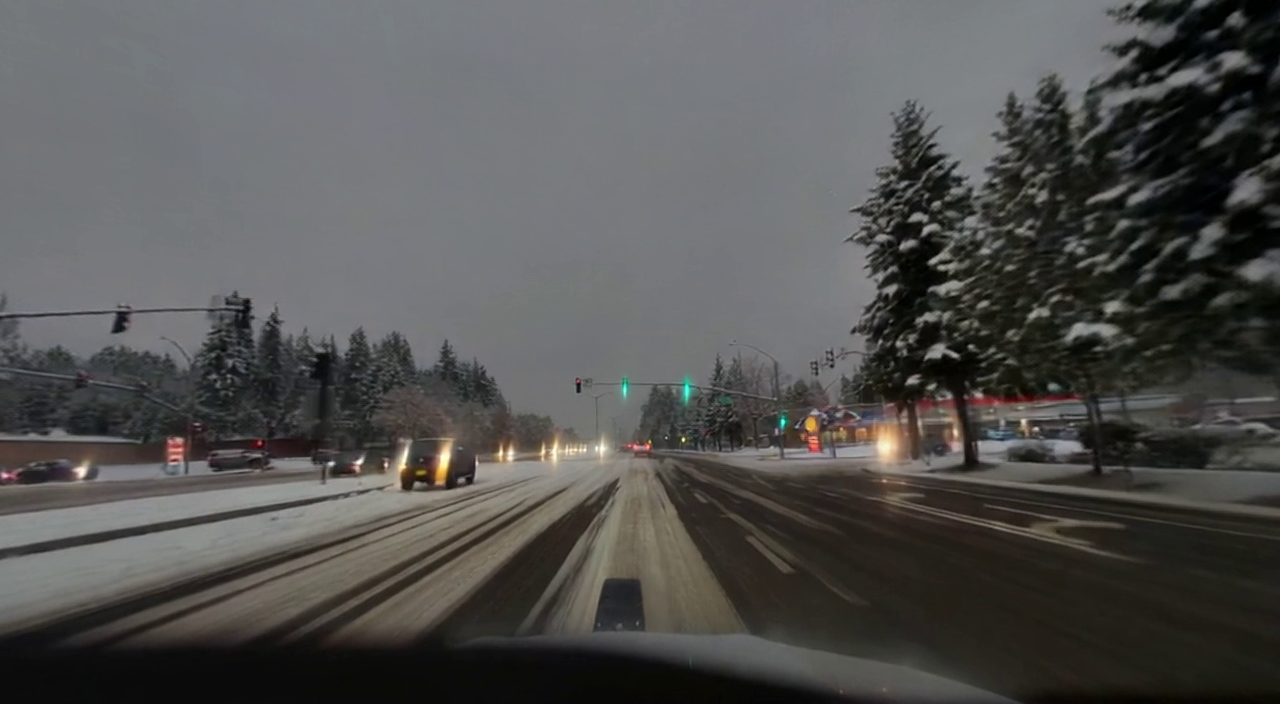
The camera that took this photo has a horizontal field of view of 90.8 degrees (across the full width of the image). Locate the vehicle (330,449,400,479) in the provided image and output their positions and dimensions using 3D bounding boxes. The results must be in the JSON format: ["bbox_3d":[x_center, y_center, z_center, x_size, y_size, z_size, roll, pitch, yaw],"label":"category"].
[{"bbox_3d":[-14.935,6.069,34.562,1.843,1.447,4.419,0,-8,0],"label":"vehicle"}]

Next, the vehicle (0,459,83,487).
[{"bbox_3d":[-39.561,7.797,40.744,4.941,1.654,1.967,2,-8,-13],"label":"vehicle"}]

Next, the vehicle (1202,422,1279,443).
[{"bbox_3d":[47.784,6.380,49.923,1.857,1.525,5.259,0,-9,-1],"label":"vehicle"}]

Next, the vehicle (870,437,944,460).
[{"bbox_3d":[18.229,6.629,43.355,4.533,1.485,1.916,-3,-9,19],"label":"vehicle"}]

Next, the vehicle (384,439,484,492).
[{"bbox_3d":[-6.671,3.697,20.987,1.898,1.539,4.314,0,-8,-1],"label":"vehicle"}]
